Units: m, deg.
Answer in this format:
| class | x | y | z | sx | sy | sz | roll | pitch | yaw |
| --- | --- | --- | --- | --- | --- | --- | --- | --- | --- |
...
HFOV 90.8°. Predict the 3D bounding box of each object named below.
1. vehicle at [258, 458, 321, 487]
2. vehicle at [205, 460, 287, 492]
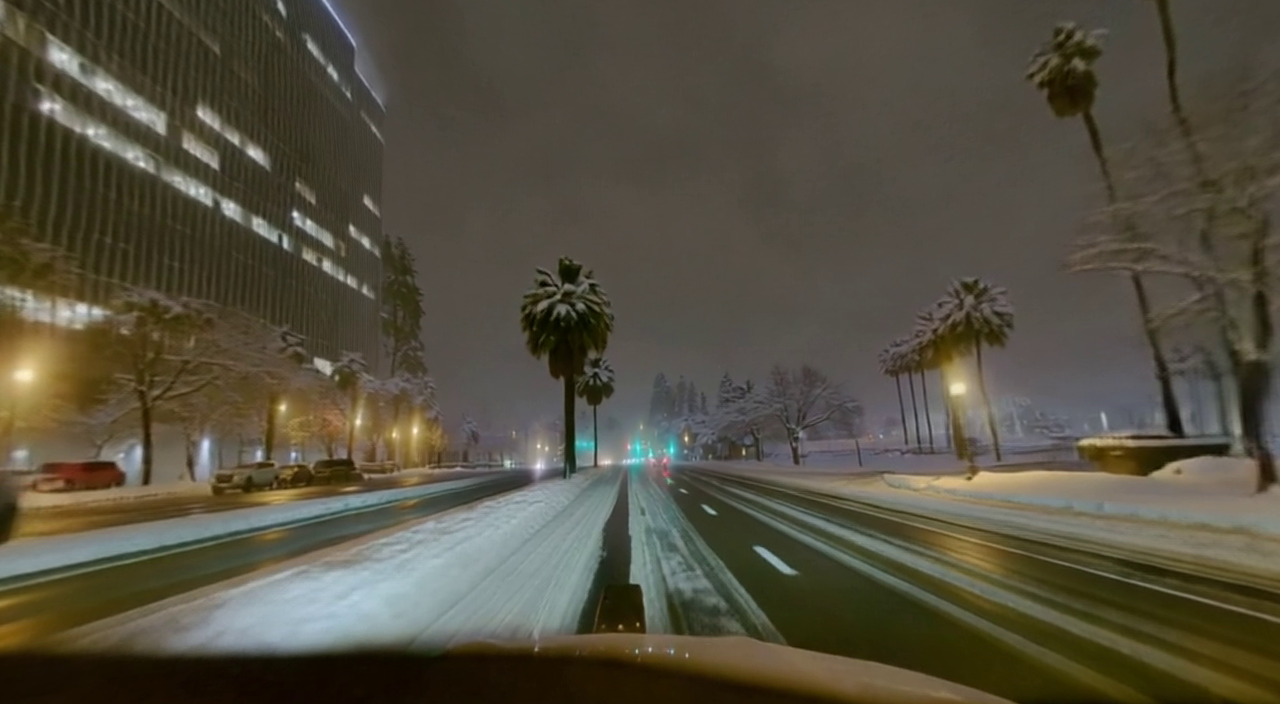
| class | x | y | z | sx | sy | sz | roll | pitch | yaw |
| --- | --- | --- | --- | --- | --- | --- | --- | --- | --- |
| vehicle | -25.878 | 8.902 | 46.910 | 2.136 | 1.843 | 5.019 | 0 | -8 | -5 |
| vehicle | -25.483 | 8.033 | 41.157 | 2.099 | 1.814 | 5.092 | 0 | -8 | -1 |
